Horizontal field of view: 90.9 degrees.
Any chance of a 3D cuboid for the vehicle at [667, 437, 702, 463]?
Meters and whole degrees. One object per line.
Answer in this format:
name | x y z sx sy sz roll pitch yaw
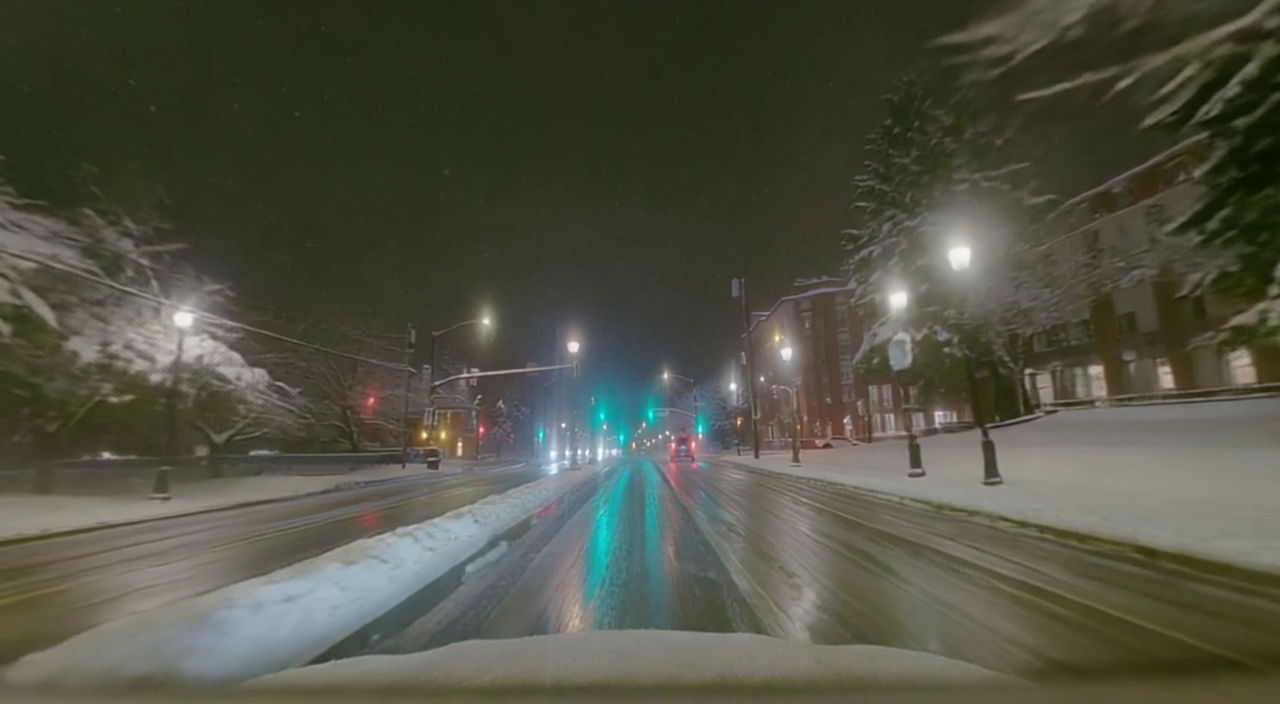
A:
vehicle | 3.009 6.755 43.516 2.129 1.719 4.205 0 -8 0
